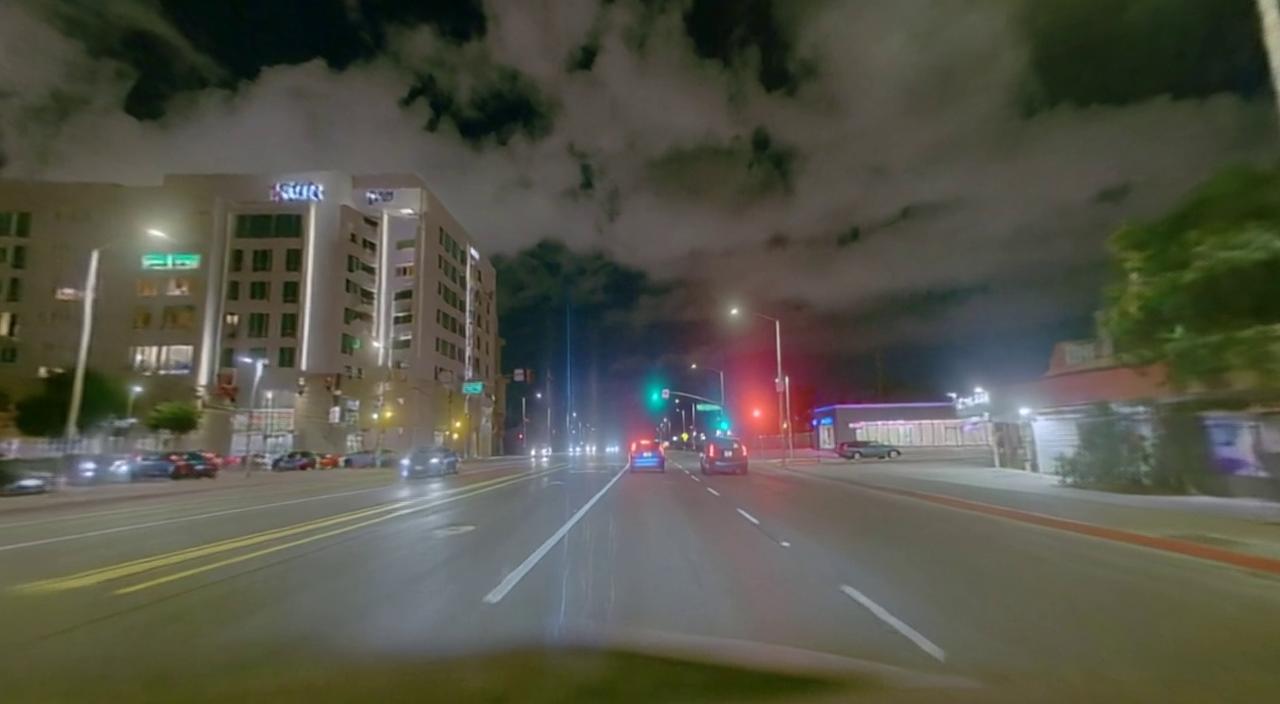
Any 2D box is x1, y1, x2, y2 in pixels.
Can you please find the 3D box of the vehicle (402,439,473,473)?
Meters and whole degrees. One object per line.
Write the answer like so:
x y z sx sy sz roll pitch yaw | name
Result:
-10.718 5.535 33.750 2.232 1.669 4.354 0 -9 1 | vehicle

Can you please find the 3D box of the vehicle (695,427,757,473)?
3.926 4.593 29.572 2.159 1.938 4.836 0 -9 -1 | vehicle

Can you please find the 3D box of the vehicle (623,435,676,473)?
0.405 4.620 28.698 2.245 1.587 4.094 0 -9 0 | vehicle

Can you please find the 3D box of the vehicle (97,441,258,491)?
-20.076 4.947 27.566 5.223 2.060 2.247 0 -9 1 | vehicle

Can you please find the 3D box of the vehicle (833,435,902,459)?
17.641 7.386 48.948 4.556 1.693 2.030 1 -9 -1 | vehicle

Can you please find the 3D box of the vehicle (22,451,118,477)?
-37.944 7.444 42.060 4.234 1.573 2.229 -1 -9 0 | vehicle

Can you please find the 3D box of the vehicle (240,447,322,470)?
-25.515 7.571 44.899 4.499 1.503 2.151 1 -8 -6 | vehicle
